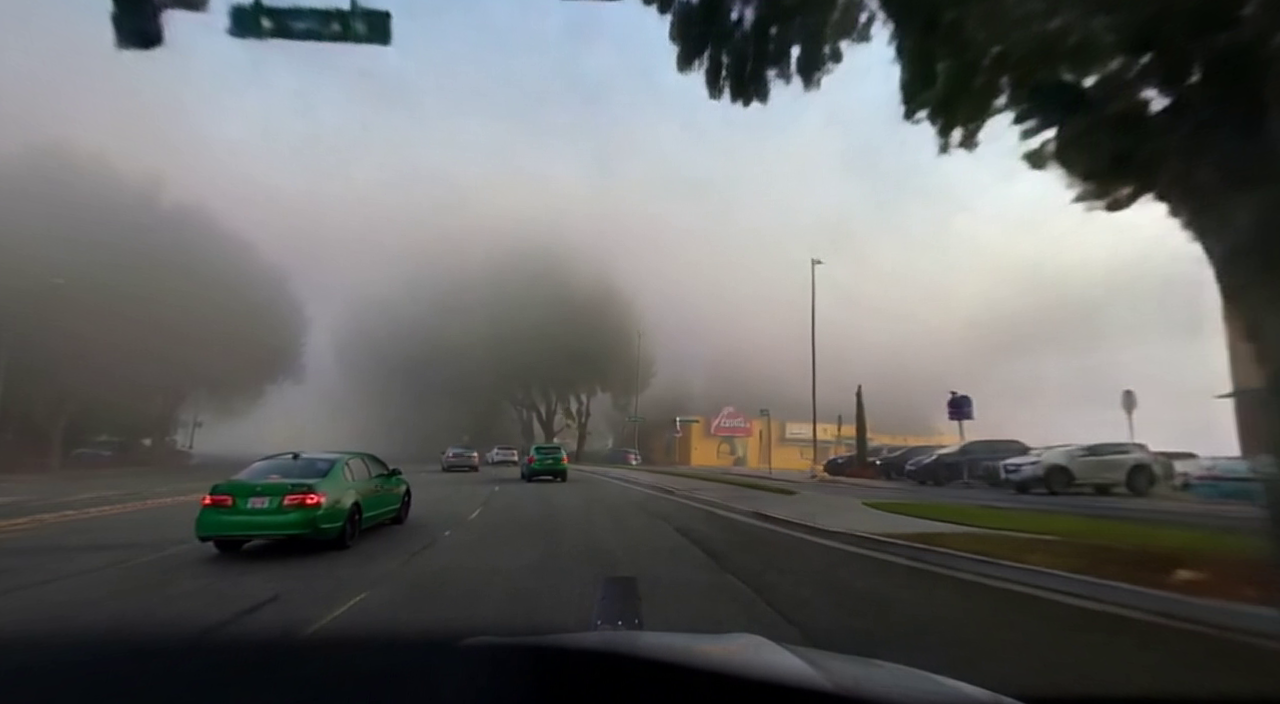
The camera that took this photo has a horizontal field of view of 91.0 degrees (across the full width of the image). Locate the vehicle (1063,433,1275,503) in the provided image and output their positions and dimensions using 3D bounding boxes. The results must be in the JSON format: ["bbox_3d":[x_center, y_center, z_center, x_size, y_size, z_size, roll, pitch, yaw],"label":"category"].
[{"bbox_3d":[12.594,2.761,15.390,1.762,1.453,3.976,-1,-8,1],"label":"vehicle"}]

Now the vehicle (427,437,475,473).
[{"bbox_3d":[-9.061,4.945,30.398,2.042,1.593,3.956,2,-9,-15],"label":"vehicle"}]

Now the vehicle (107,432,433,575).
[{"bbox_3d":[-4.738,1.965,9.196,2.105,1.477,4.857,0,-8,-4],"label":"vehicle"}]

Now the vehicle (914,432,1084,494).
[{"bbox_3d":[9.918,3.088,17.963,1.919,1.489,4.889,0,-8,-1],"label":"vehicle"}]

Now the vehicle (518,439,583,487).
[{"bbox_3d":[-3.263,3.859,22.286,2.001,1.483,4.442,1,-8,-11],"label":"vehicle"}]
